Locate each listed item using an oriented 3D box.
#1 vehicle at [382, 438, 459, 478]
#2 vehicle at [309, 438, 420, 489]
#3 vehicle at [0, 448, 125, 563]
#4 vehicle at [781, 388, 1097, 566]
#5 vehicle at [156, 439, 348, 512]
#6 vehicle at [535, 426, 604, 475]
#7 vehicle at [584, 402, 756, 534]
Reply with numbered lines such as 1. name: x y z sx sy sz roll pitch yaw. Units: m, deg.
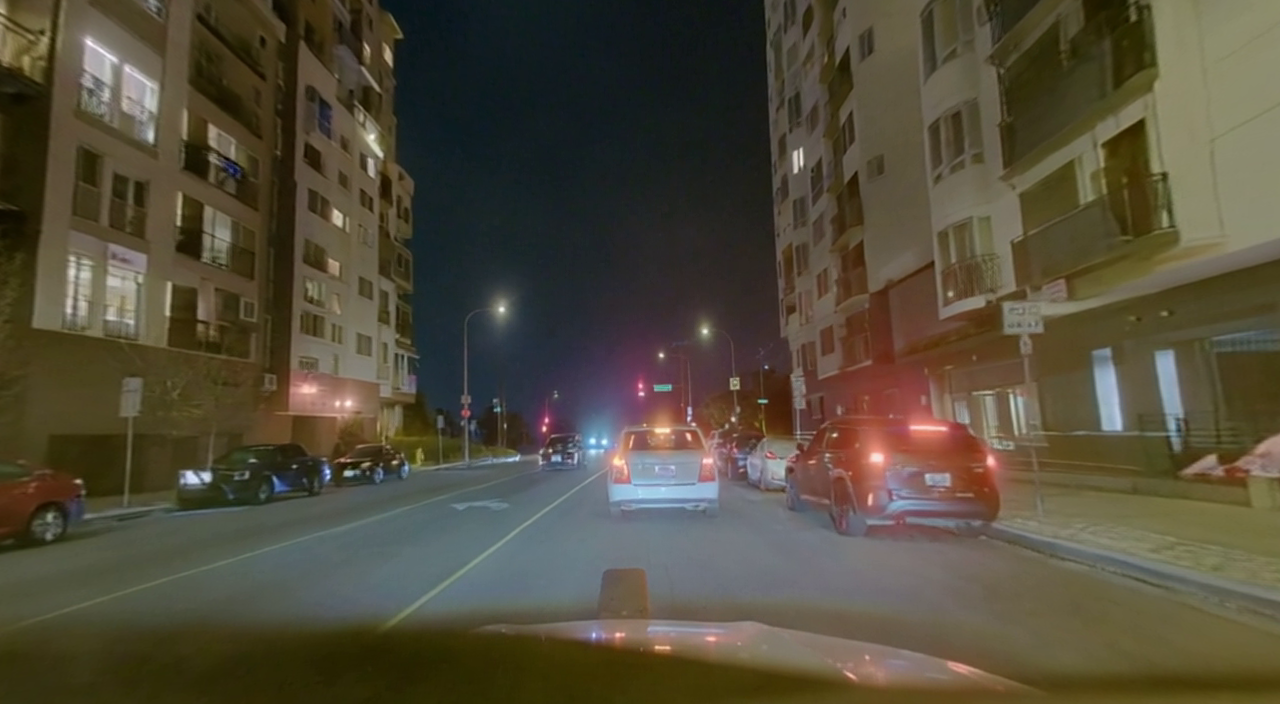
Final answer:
1. vehicle: -9.220 4.472 26.854 1.900 1.577 4.172 0 -8 -1
2. vehicle: -9.352 3.799 21.846 1.955 1.555 4.424 0 -8 -2
3. vehicle: -9.314 1.967 7.961 2.021 1.474 4.337 0 -8 -2
4. vehicle: 3.627 1.630 8.898 2.158 1.828 4.573 0 -8 0
5. vehicle: -9.428 3.003 15.863 2.002 1.546 4.339 0 -8 1
6. vehicle: -2.688 3.894 25.031 2.219 1.746 4.197 0 -8 0
7. vehicle: 0.421 1.841 10.455 2.261 1.740 4.065 0 -8 1
